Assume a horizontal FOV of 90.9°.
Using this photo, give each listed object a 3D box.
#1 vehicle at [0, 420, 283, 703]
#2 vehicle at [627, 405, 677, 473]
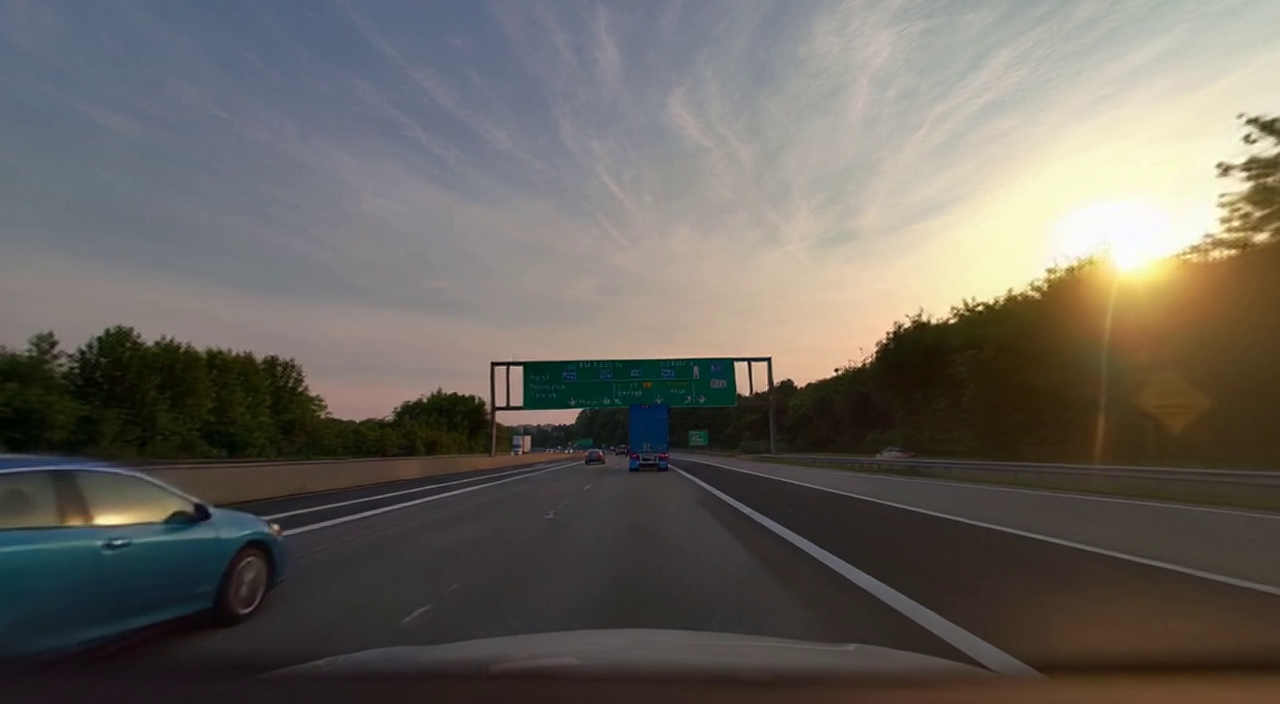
[{"bbox_3d":[-4.031,1.073,3.060,1.931,1.466,4.458,0,-9,1],"label":"vehicle"},{"bbox_3d":[0.730,6.032,43.309,3.022,4.072,10.318,0,-9,0],"label":"vehicle"}]
